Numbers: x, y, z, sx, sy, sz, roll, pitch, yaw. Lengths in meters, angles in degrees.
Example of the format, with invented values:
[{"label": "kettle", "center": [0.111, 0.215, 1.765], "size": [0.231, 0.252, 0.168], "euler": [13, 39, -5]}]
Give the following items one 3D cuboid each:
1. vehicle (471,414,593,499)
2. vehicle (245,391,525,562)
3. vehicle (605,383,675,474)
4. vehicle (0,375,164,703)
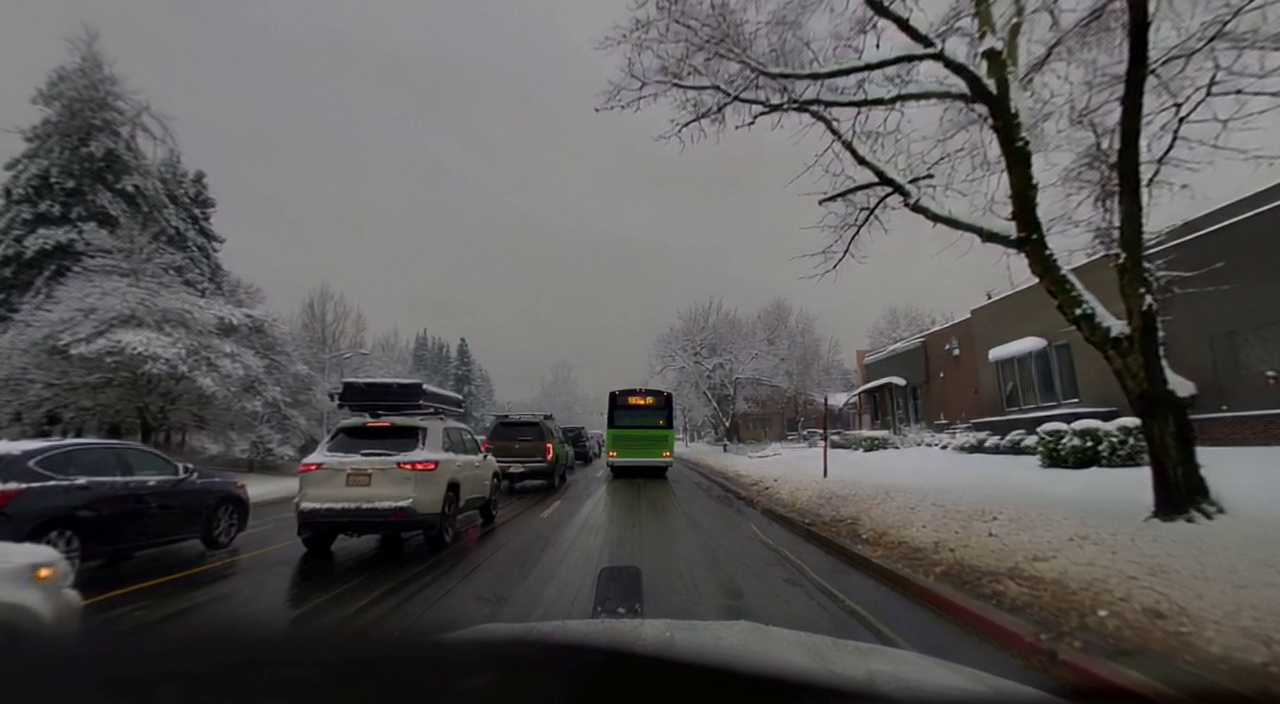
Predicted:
[{"label": "vehicle", "center": [-2.981, 3.103, 19.099], "size": [2.546, 2.125, 5.869], "euler": [0, -9, 1]}, {"label": "vehicle", "center": [-3.318, 1.779, 9.657], "size": [2.095, 1.892, 5.043], "euler": [0, -9, 1]}, {"label": "vehicle", "center": [0.021, 4.180, 33.083], "size": [2.970, 3.857, 12.200], "euler": [0, -9, 0]}, {"label": "vehicle", "center": [-3.300, 0.647, 0.683], "size": [2.042, 1.571, 4.475], "euler": [0, -9, 0]}]
